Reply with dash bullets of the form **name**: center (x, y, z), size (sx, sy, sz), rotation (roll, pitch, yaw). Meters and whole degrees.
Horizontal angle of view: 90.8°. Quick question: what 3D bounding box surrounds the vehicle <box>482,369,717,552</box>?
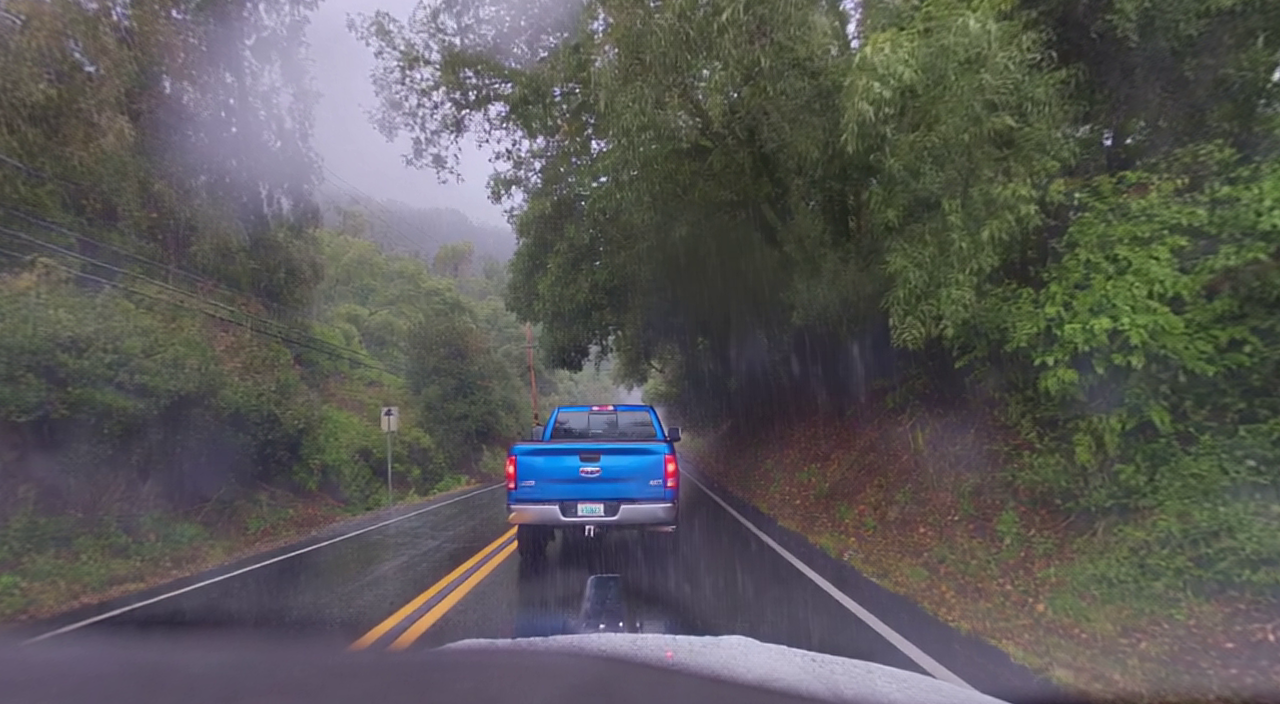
- **vehicle**: center (-0.529, 1.748, 10.715), size (2.837, 2.223, 5.885), rotation (0, -8, -1)
